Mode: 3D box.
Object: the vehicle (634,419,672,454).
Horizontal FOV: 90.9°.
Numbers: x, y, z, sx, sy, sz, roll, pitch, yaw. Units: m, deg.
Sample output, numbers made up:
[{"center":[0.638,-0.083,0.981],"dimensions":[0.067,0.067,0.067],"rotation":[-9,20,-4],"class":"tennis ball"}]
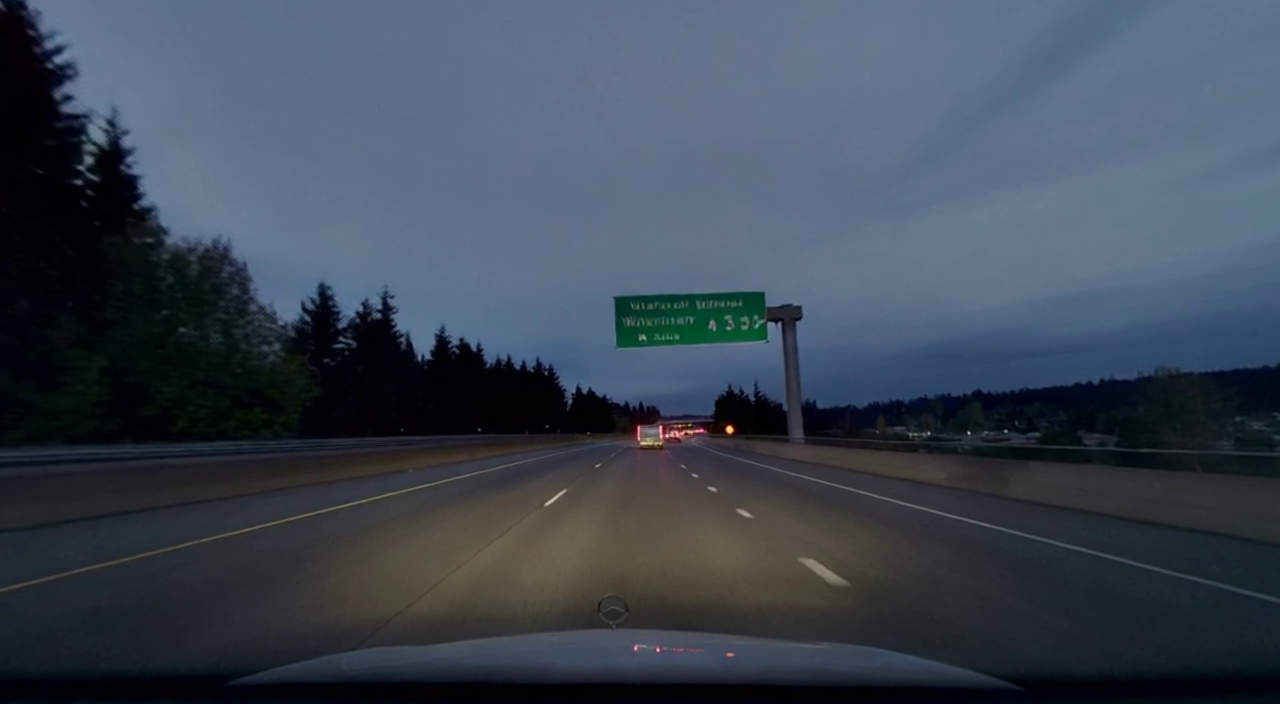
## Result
[{"center":[0.908,5.892,43.991],"dimensions":[2.450,2.314,4.753],"rotation":[0,-8,1],"class":"vehicle"}]
